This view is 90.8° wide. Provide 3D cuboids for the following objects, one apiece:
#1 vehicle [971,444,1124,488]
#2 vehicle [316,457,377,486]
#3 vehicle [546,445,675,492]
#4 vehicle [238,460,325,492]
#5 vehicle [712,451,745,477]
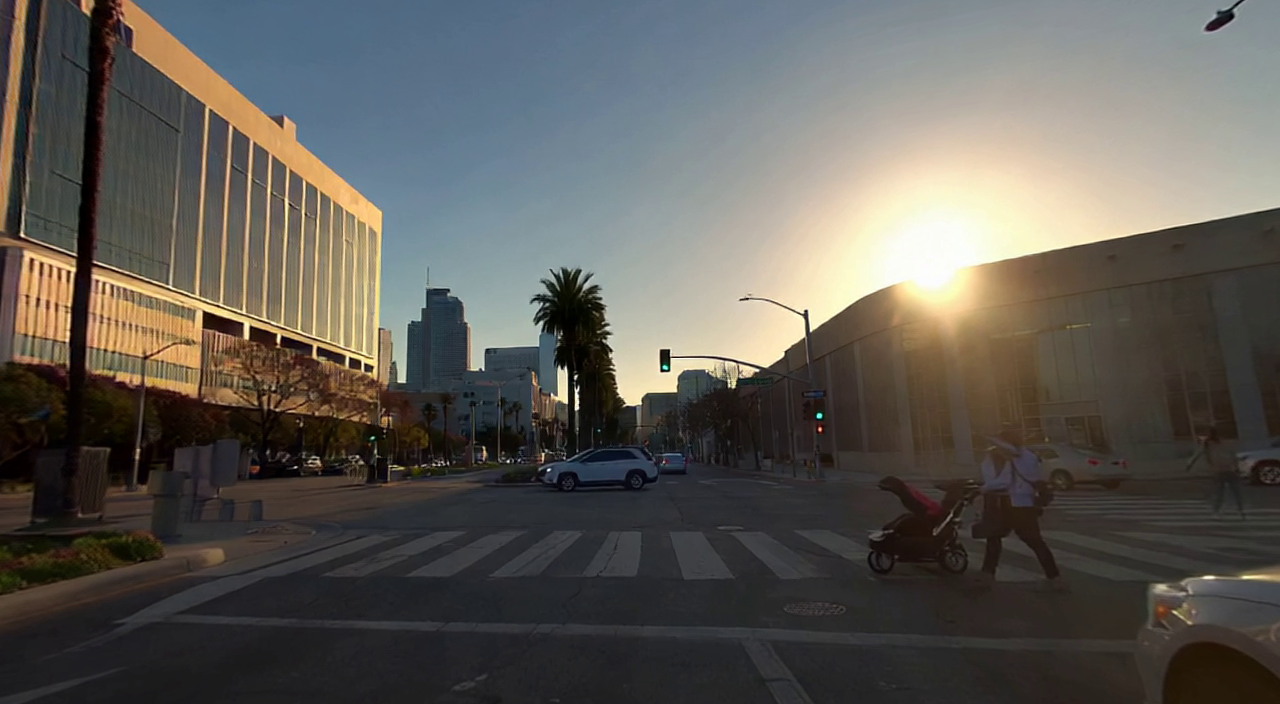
[{"bbox_3d":[15.070,4.217,23.568,4.273,1.525,2.000,-1,-8,2],"label":"vehicle"},{"bbox_3d":[-20.069,8.164,43.408,2.043,1.745,4.420,0,-8,0],"label":"vehicle"},{"bbox_3d":[-1.052,4.207,23.003,4.499,1.594,1.898,0,-9,-2],"label":"vehicle"},{"bbox_3d":[-19.944,6.872,35.450,2.069,1.540,4.774,0,-8,0],"label":"vehicle"},{"bbox_3d":[6.248,7.804,44.196,2.176,1.690,4.138,-2,-9,9],"label":"vehicle"}]
